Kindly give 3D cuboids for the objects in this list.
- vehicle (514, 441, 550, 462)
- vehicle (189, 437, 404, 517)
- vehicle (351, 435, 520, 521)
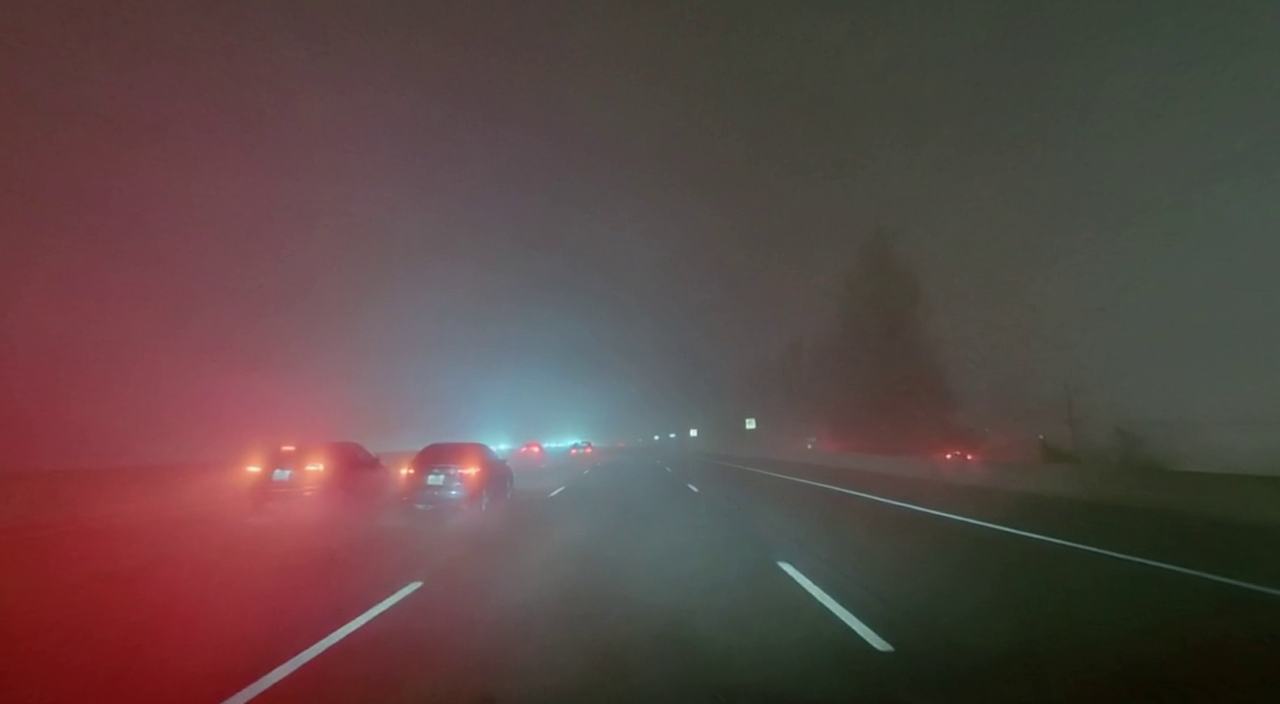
[{"bbox_3d":[-8.262,7.634,48.558,1.924,1.519,4.791,0,-8,0],"label":"vehicle"},{"bbox_3d":[-7.476,2.734,14.456,2.264,1.492,4.748,-1,-8,0],"label":"vehicle"},{"bbox_3d":[-4.080,2.558,13.534,2.044,1.479,4.745,-1,-8,0],"label":"vehicle"}]
